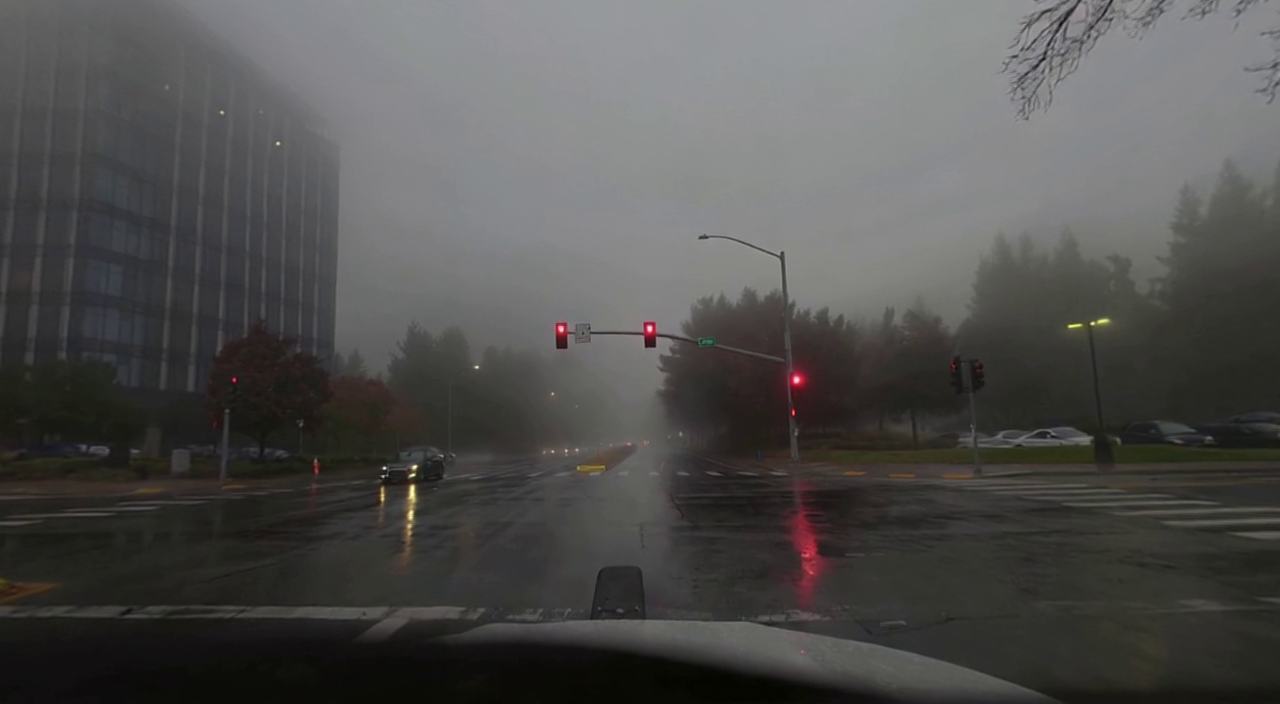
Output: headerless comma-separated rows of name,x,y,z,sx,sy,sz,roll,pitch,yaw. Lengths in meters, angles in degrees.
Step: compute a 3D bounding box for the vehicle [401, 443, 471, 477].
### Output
vehicle,-11.565,6.145,36.080,2.069,1.771,4.947,0,-9,3
